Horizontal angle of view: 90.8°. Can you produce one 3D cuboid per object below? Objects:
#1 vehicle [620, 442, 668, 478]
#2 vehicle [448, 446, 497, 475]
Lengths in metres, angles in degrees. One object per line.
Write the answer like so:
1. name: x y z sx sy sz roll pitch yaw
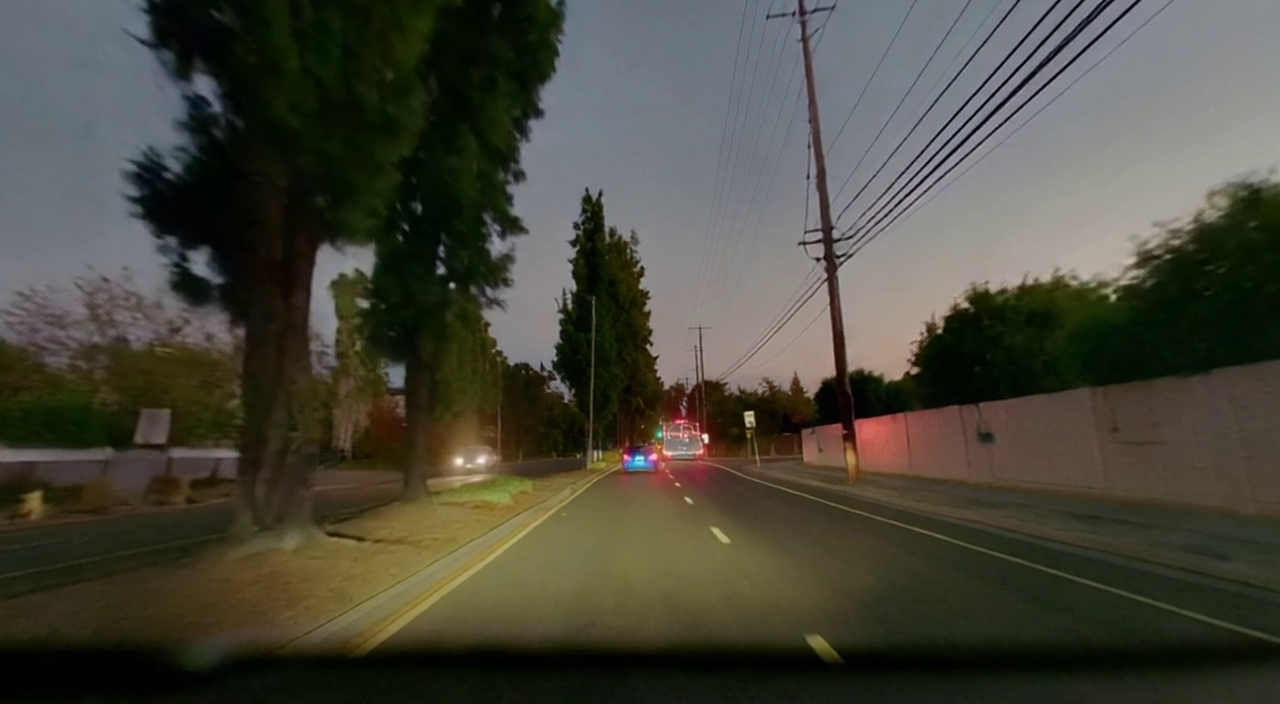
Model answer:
1. vehicle: 0.187 4.812 28.389 2.018 1.511 3.993 0 -8 1
2. vehicle: -11.148 7.225 42.407 1.951 1.795 4.579 0 -9 1
